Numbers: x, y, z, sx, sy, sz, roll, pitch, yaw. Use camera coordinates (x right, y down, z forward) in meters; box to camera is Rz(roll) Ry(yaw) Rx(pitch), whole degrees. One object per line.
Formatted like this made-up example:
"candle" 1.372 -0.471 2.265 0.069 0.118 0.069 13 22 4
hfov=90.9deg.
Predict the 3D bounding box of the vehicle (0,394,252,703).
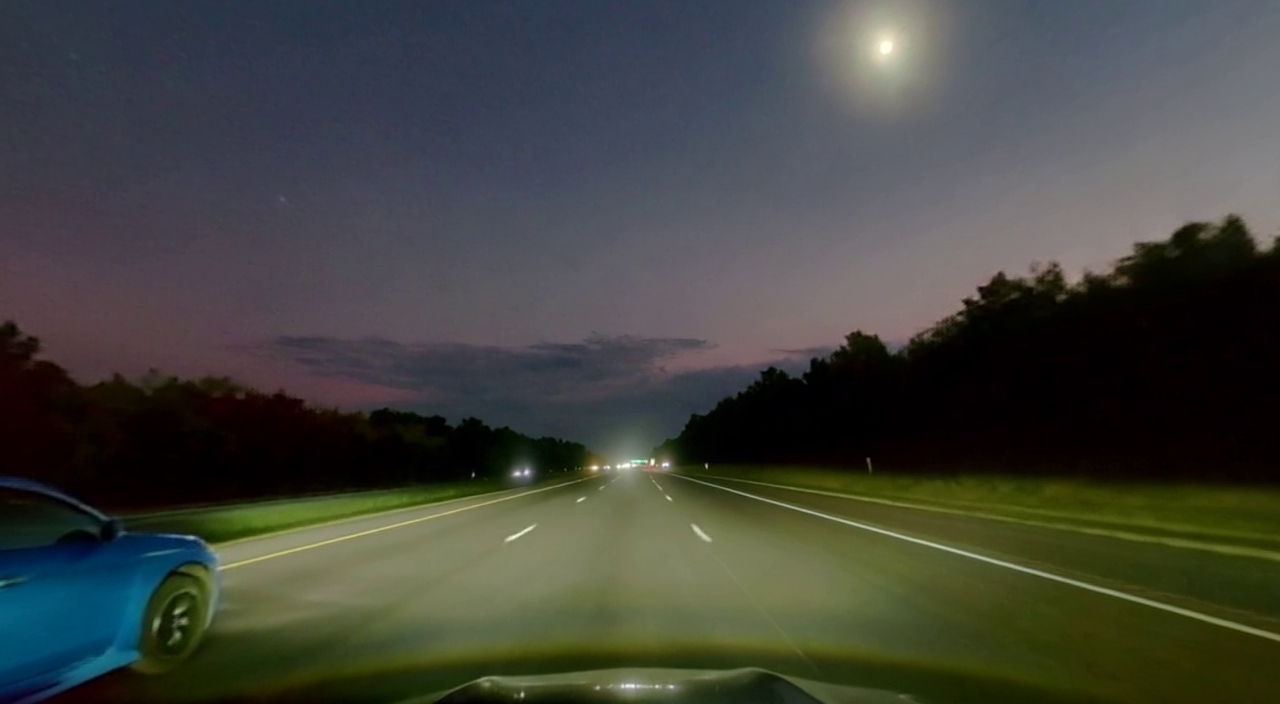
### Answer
"vehicle" -4.024 0.899 2.459 1.928 1.593 4.871 1 -10 -1
